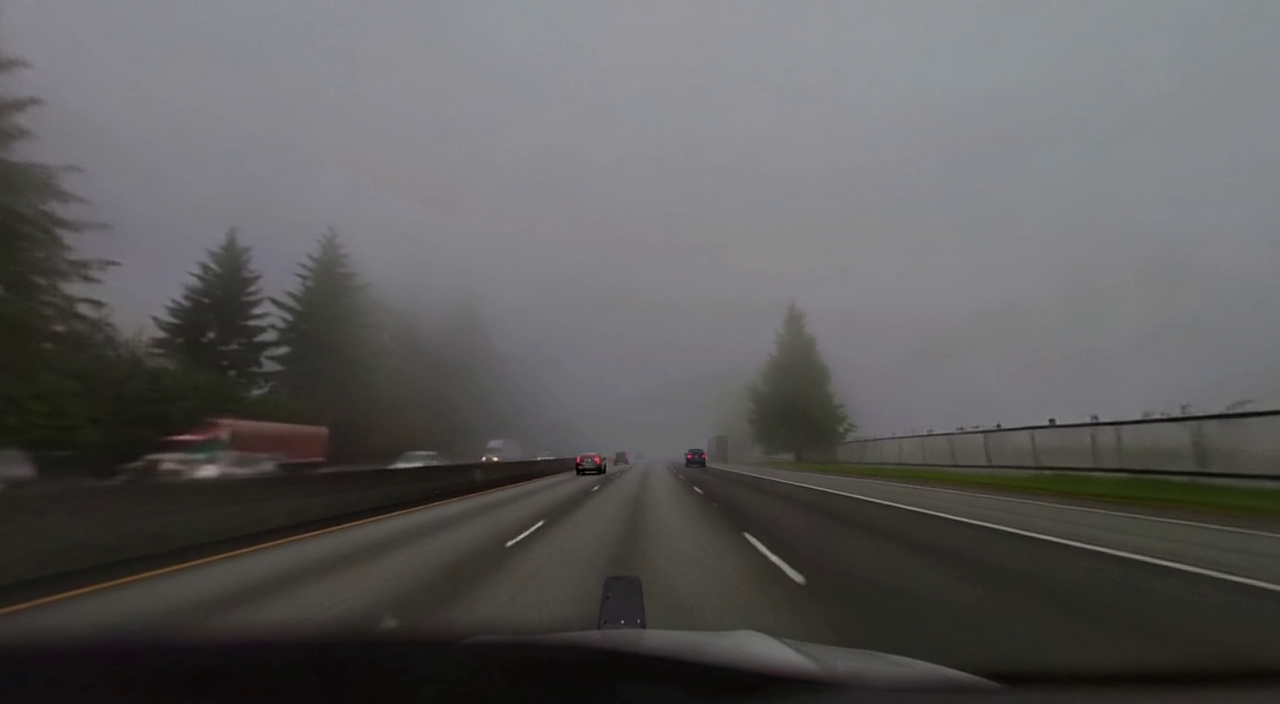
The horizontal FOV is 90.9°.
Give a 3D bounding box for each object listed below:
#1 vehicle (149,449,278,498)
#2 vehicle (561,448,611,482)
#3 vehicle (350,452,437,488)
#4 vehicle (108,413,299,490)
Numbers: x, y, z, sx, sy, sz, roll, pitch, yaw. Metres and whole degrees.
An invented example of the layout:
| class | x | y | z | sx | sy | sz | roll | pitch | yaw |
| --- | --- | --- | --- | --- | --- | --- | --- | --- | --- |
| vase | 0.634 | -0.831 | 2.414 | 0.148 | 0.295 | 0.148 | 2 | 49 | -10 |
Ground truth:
| class | x | y | z | sx | sy | sz | roll | pitch | yaw |
| --- | --- | --- | --- | --- | --- | --- | --- | --- | --- |
| vehicle | -14.187 | 4.023 | 21.223 | 1.728 | 1.475 | 3.566 | -1 | -9 | 2 |
| vehicle | -2.552 | 5.452 | 30.734 | 2.035 | 1.513 | 4.272 | 0 | -9 | 1 |
| vehicle | -10.713 | 5.125 | 27.736 | 1.910 | 1.434 | 4.421 | -1 | -9 | 2 |
| vehicle | -21.304 | 5.002 | 31.777 | 2.966 | 3.287 | 8.905 | -1 | -9 | 2 |
